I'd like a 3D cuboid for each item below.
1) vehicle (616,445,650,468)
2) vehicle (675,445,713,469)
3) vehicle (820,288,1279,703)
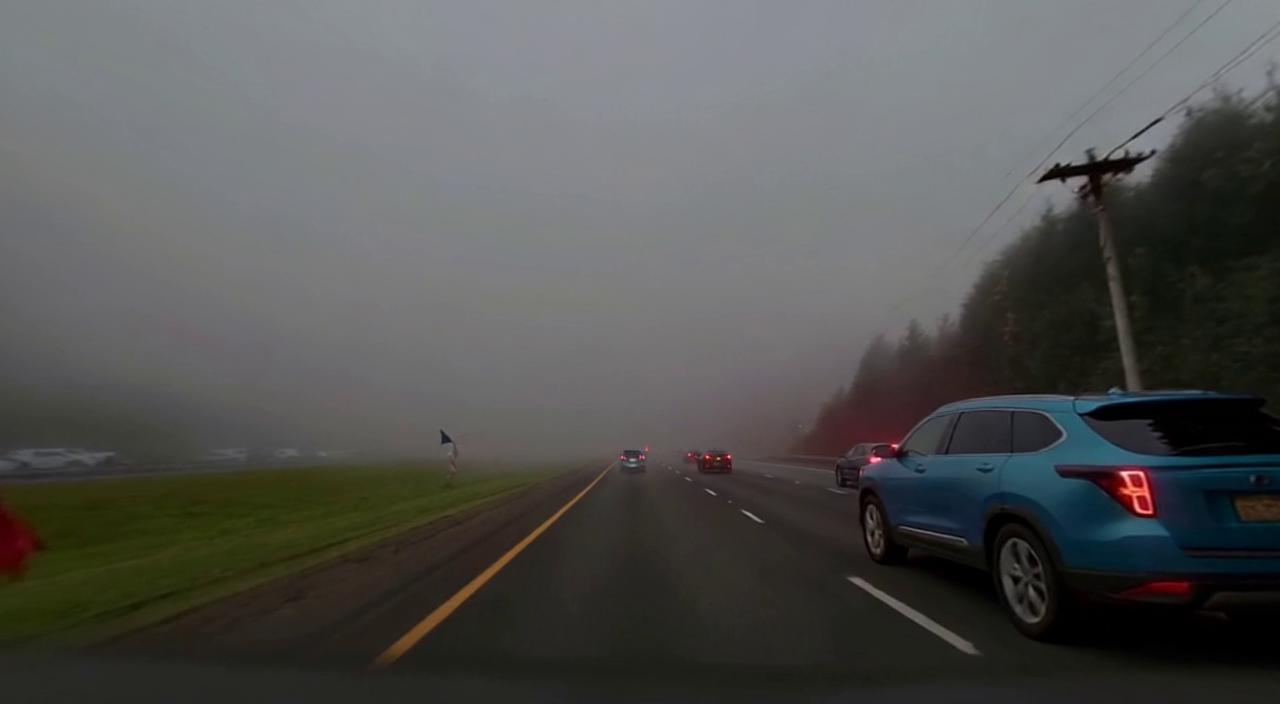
[{"bbox_3d":[-0.447,6.785,41.183,2.085,1.449,3.860,0,-8,-1],"label":"vehicle"},{"bbox_3d":[3.396,6.720,40.688,1.978,1.488,4.252,0,-8,-1],"label":"vehicle"},{"bbox_3d":[3.798,1.147,5.739,2.461,2.013,6.075,0,-8,-1],"label":"vehicle"}]
